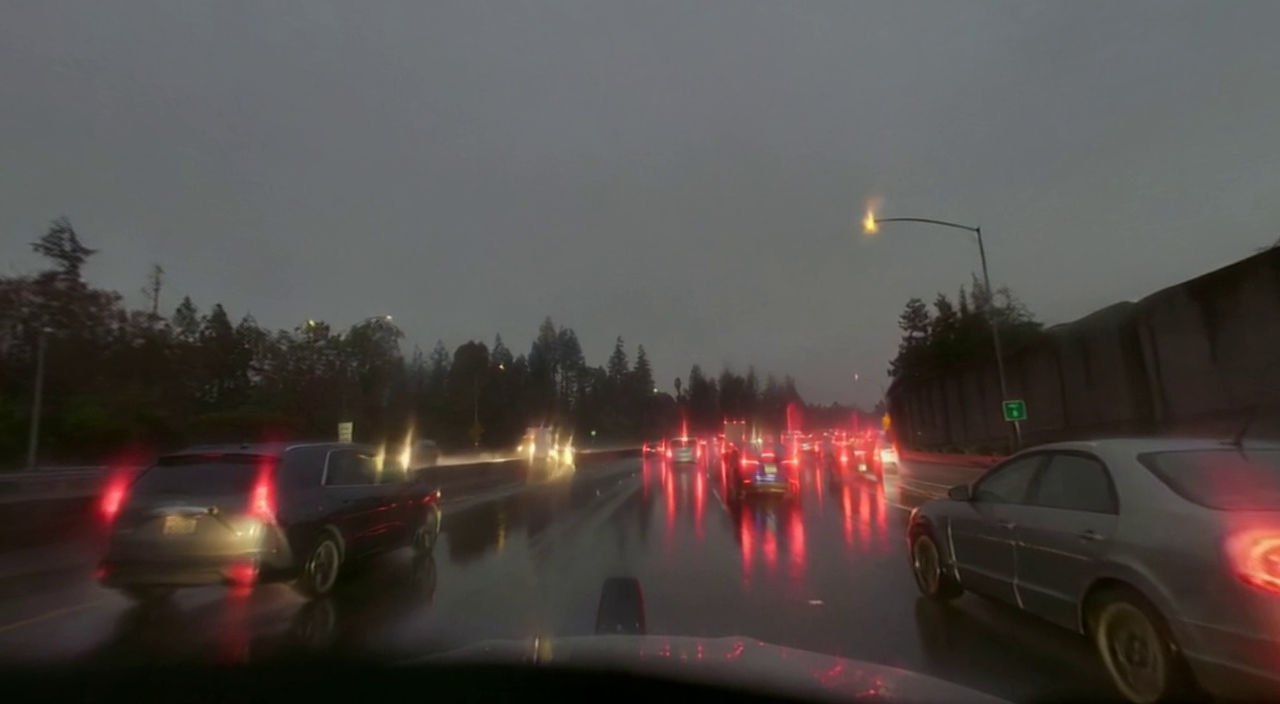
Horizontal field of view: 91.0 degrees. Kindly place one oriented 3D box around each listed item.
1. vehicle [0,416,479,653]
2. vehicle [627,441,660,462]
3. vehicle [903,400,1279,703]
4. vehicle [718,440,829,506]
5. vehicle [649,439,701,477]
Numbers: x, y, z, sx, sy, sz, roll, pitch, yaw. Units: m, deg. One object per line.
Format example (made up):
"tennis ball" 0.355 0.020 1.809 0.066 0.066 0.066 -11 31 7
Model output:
"vehicle" -3.260 1.568 6.503 1.937 1.558 4.469 0 -9 1
"vehicle" 0.293 7.713 48.748 2.059 1.516 4.236 -1 -9 7
"vehicle" 3.410 1.093 3.399 2.014 1.489 4.696 0 -9 1
"vehicle" 3.335 3.130 16.698 2.009 1.489 4.559 0 -9 1
"vehicle" 1.612 4.826 28.811 2.201 1.614 3.803 -1 -9 3
